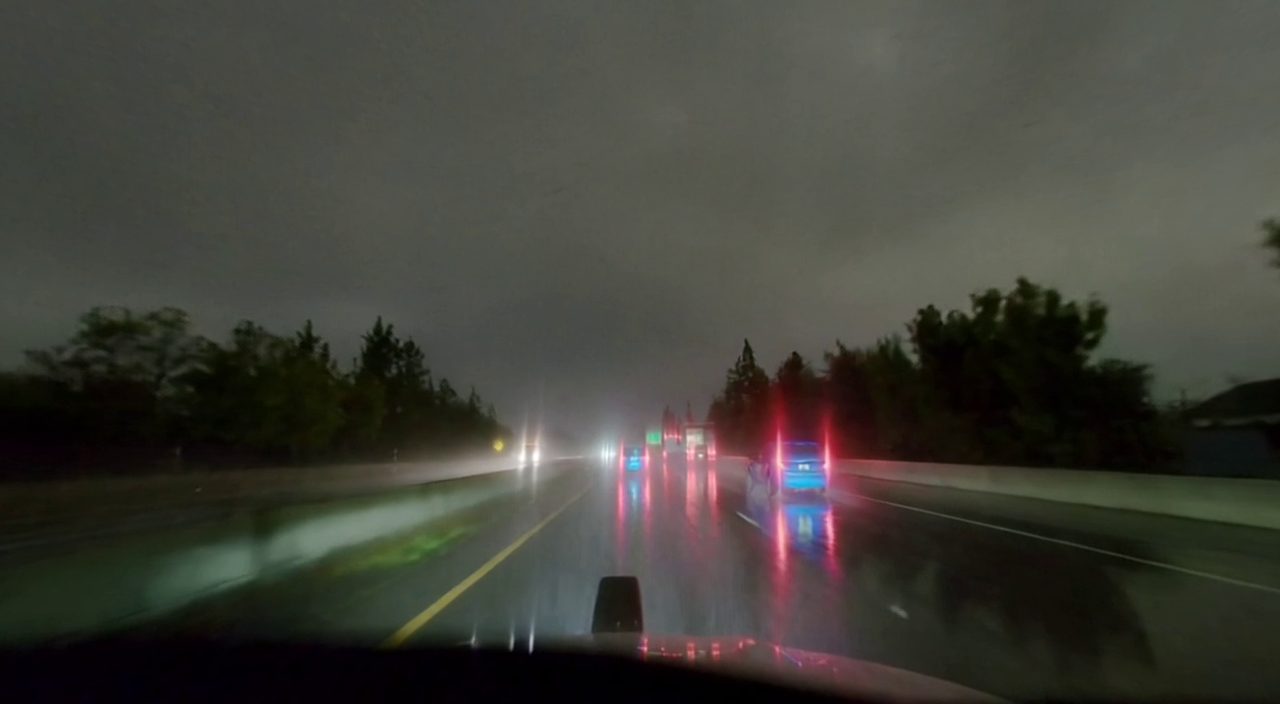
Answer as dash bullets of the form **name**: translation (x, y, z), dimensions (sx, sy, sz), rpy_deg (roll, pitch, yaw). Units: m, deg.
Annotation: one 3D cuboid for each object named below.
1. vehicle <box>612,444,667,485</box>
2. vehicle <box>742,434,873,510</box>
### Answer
- **vehicle**: translation (-0.036, 4.526, 25.468), dimensions (2.066, 1.490, 3.759), rpy_deg (0, -9, -1)
- **vehicle**: translation (3.837, 2.827, 15.187), dimensions (1.953, 1.540, 4.101), rpy_deg (0, -9, -1)
